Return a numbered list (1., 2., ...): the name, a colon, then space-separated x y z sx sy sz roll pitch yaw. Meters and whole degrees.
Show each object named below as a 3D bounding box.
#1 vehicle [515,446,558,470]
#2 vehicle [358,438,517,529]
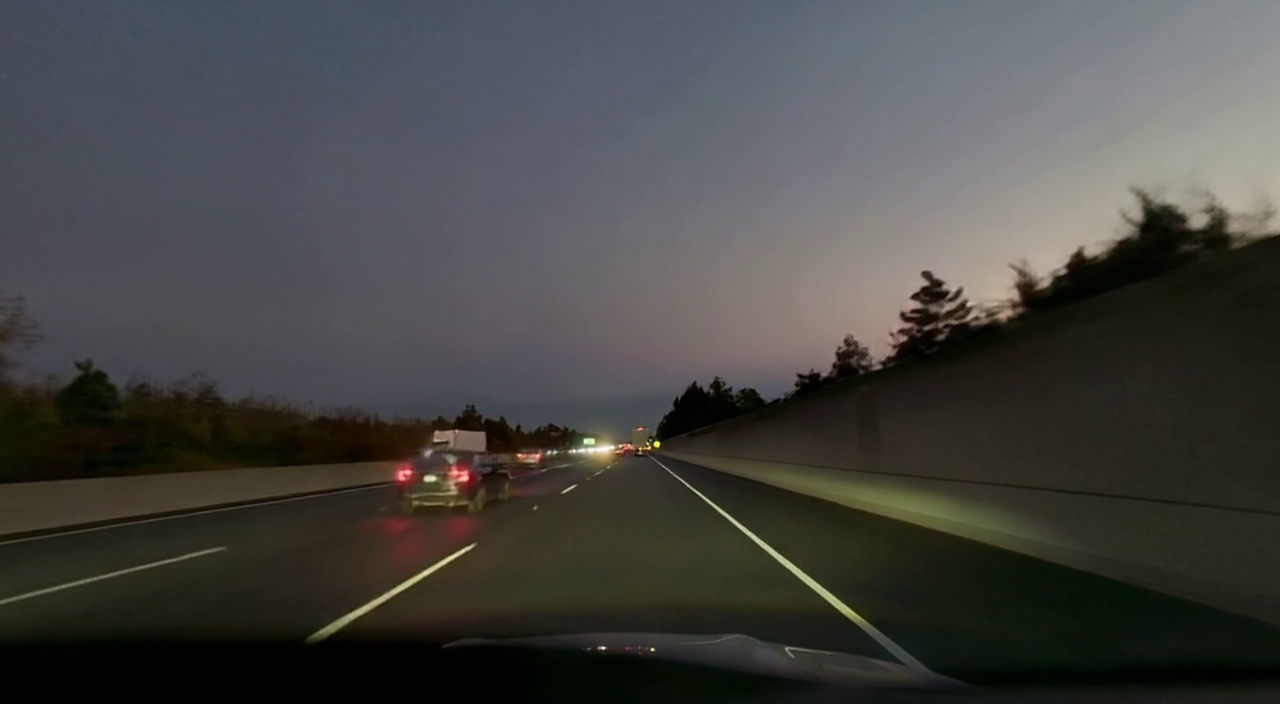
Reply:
1. vehicle: -7.263 7.485 44.848 2.179 1.577 5.070 0 -9 1
2. vehicle: -3.817 2.536 12.668 1.893 1.521 3.742 0 -9 1
